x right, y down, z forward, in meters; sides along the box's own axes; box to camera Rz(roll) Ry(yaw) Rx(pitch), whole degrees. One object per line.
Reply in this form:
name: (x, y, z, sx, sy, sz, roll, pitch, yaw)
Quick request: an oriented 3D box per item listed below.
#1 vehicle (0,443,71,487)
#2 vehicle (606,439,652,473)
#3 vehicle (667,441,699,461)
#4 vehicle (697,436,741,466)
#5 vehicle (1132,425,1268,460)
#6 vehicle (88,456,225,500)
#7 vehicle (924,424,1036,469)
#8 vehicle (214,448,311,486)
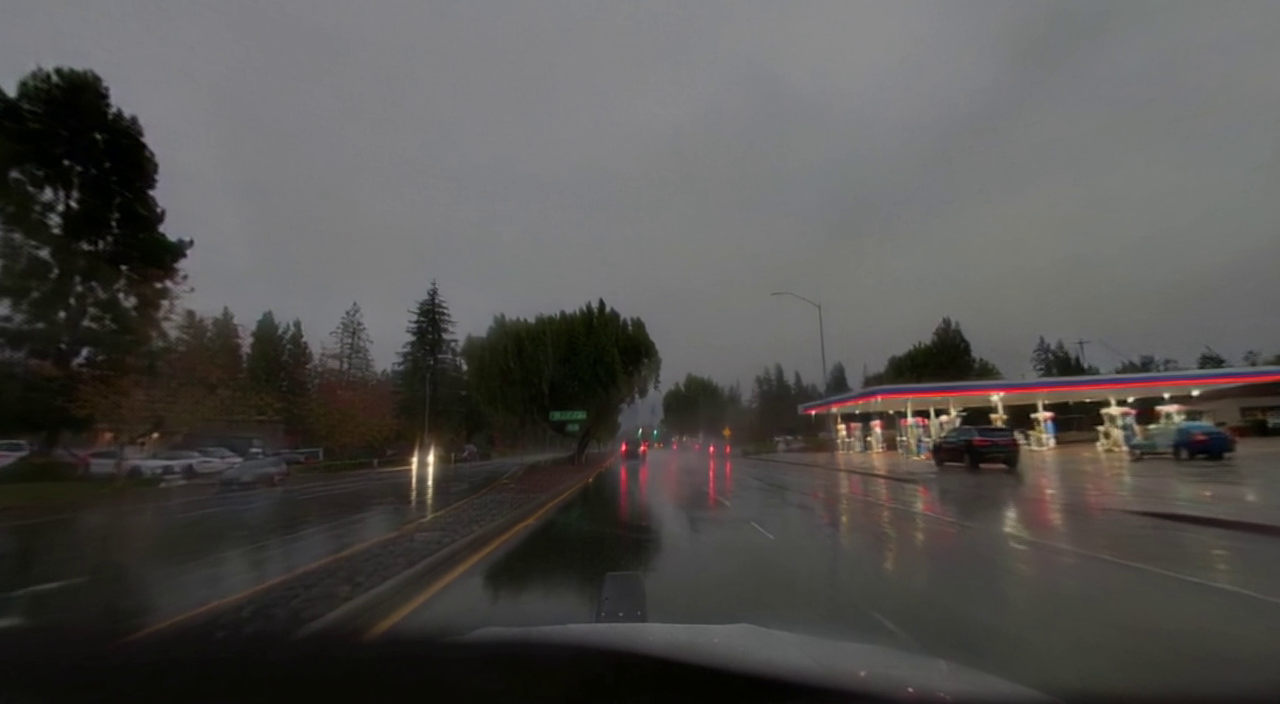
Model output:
vehicle: (-31.810, 5.638, 31.632, 4.384, 2.079, 2.066, 0, -9, -3)
vehicle: (-0.496, 4.882, 29.812, 2.052, 1.488, 3.779, 0, -8, 0)
vehicle: (3.256, 7.651, 48.994, 2.124, 1.476, 4.730, 0, -8, 0)
vehicle: (5.159, 6.330, 40.582, 2.117, 1.757, 4.969, -2, -9, 15)
vehicle: (25.686, 4.214, 29.261, 2.045, 1.478, 4.685, 0, -8, 0)
vehicle: (-18.806, 4.881, 24.892, 1.797, 1.461, 4.536, 0, -9, 0)
vehicle: (15.335, 4.300, 28.877, 2.368, 1.868, 4.724, 0, -8, -1)
vehicle: (-18.816, 5.712, 31.780, 2.004, 1.758, 4.594, 0, -8, 0)
